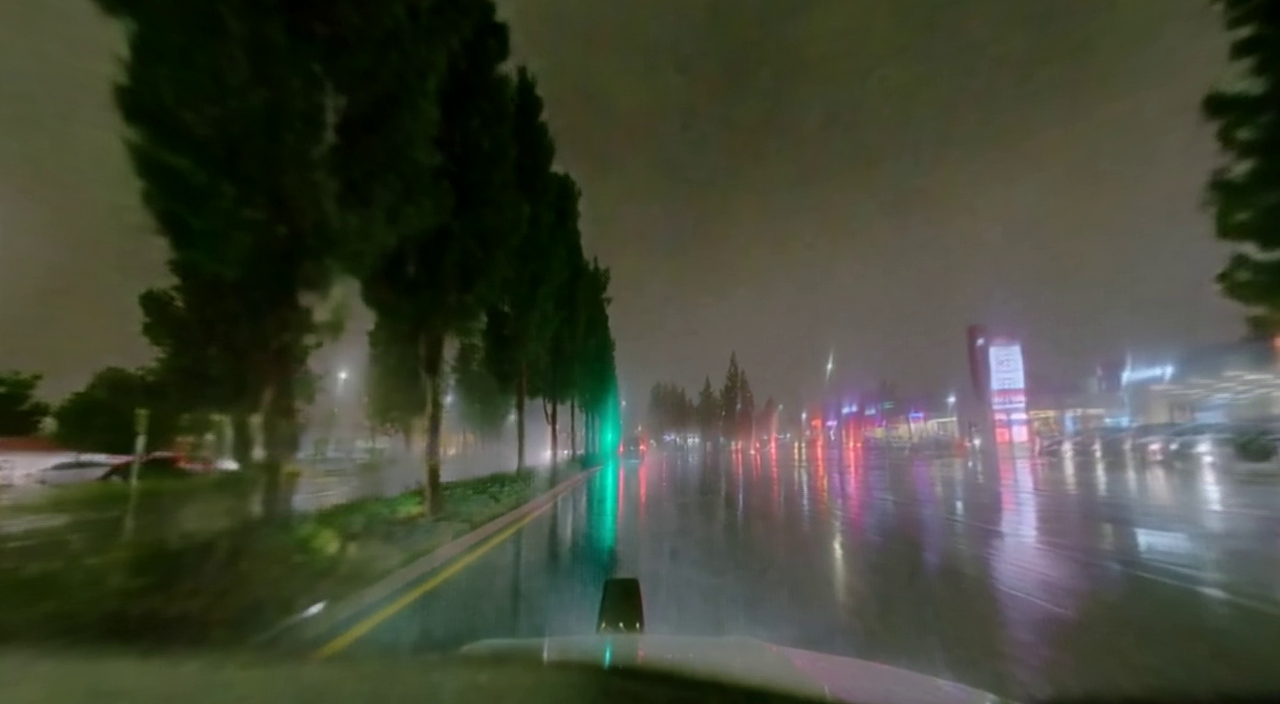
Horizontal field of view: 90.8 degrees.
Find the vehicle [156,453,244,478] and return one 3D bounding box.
[{"bbox_3d":[-29.794,7.704,42.856,4.408,1.568,2.052,0,-9,-1],"label":"vehicle"}]
